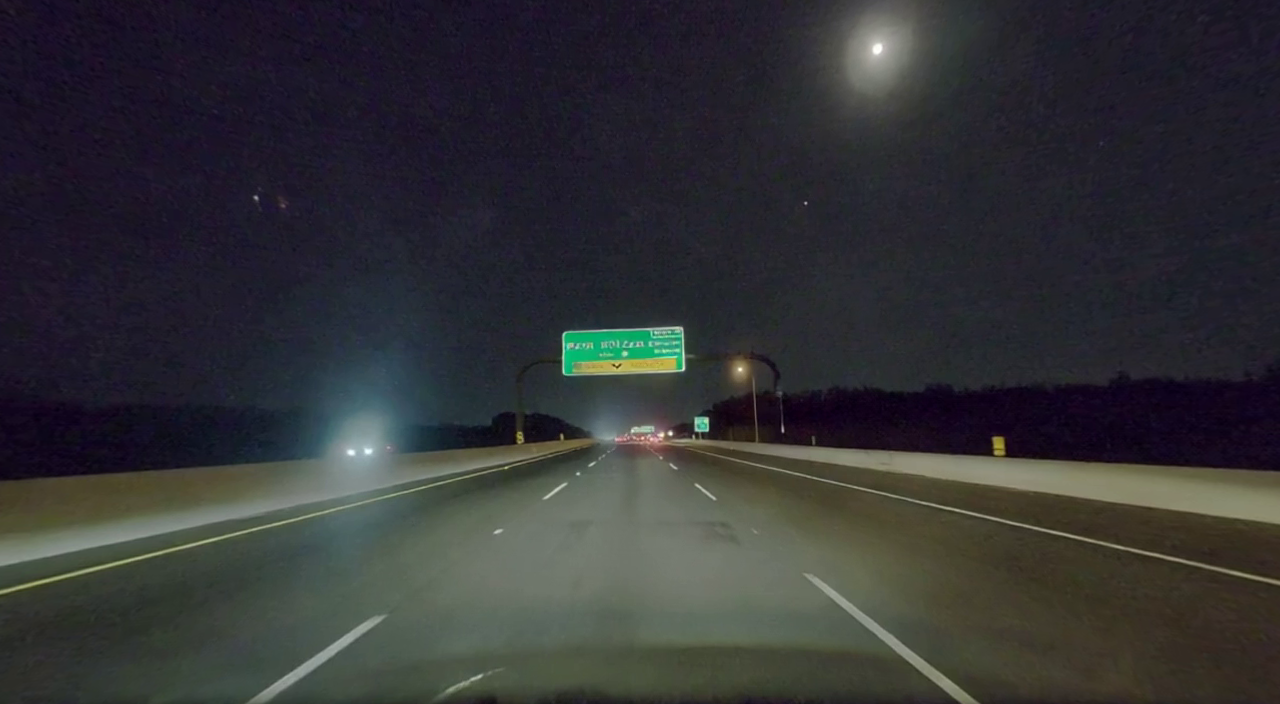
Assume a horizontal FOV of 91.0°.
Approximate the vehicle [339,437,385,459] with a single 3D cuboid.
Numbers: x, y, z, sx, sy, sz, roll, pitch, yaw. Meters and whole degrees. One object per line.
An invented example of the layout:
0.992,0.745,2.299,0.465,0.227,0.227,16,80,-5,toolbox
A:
-20.156,6.966,45.771,1.755,1.460,3.712,0,-8,-1,vehicle
